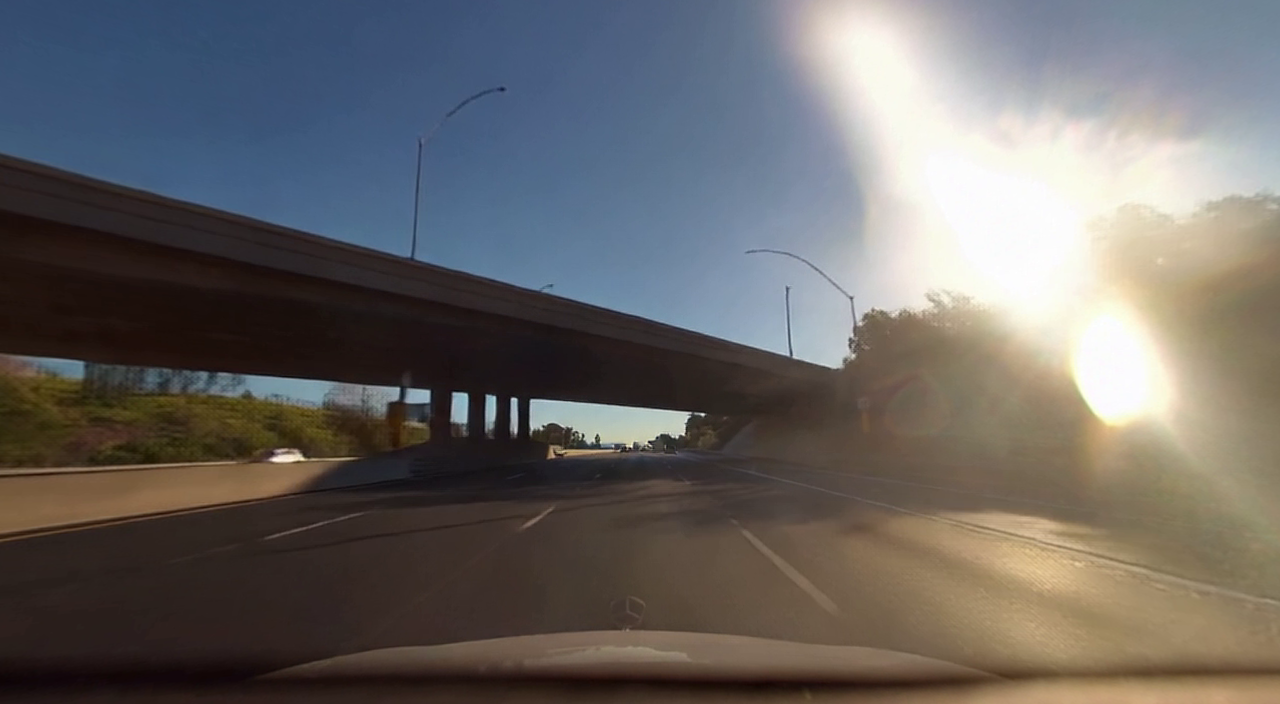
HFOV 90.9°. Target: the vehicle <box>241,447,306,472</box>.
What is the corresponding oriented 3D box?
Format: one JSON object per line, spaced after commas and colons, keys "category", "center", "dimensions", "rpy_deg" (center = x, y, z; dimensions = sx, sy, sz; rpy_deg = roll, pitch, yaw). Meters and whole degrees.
{"category": "vehicle", "center": [-23.860, 6.981, 41.200], "dimensions": [1.954, 1.485, 3.666], "rpy_deg": [-1, -9, 1]}
